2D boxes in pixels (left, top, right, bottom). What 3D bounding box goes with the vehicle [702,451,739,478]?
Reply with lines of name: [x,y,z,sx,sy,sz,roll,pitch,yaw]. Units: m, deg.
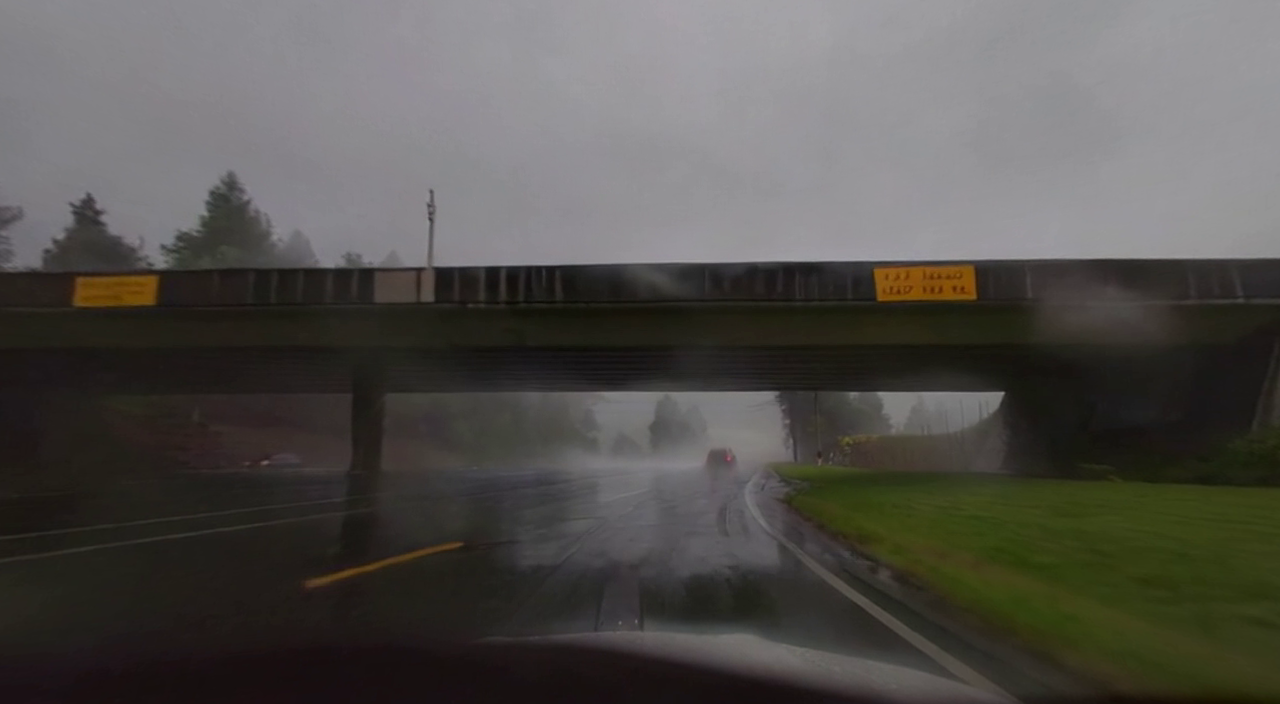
vehicle: [4.707,6.486,36.433,1.980,1.449,3.650,-2,-9,9]
